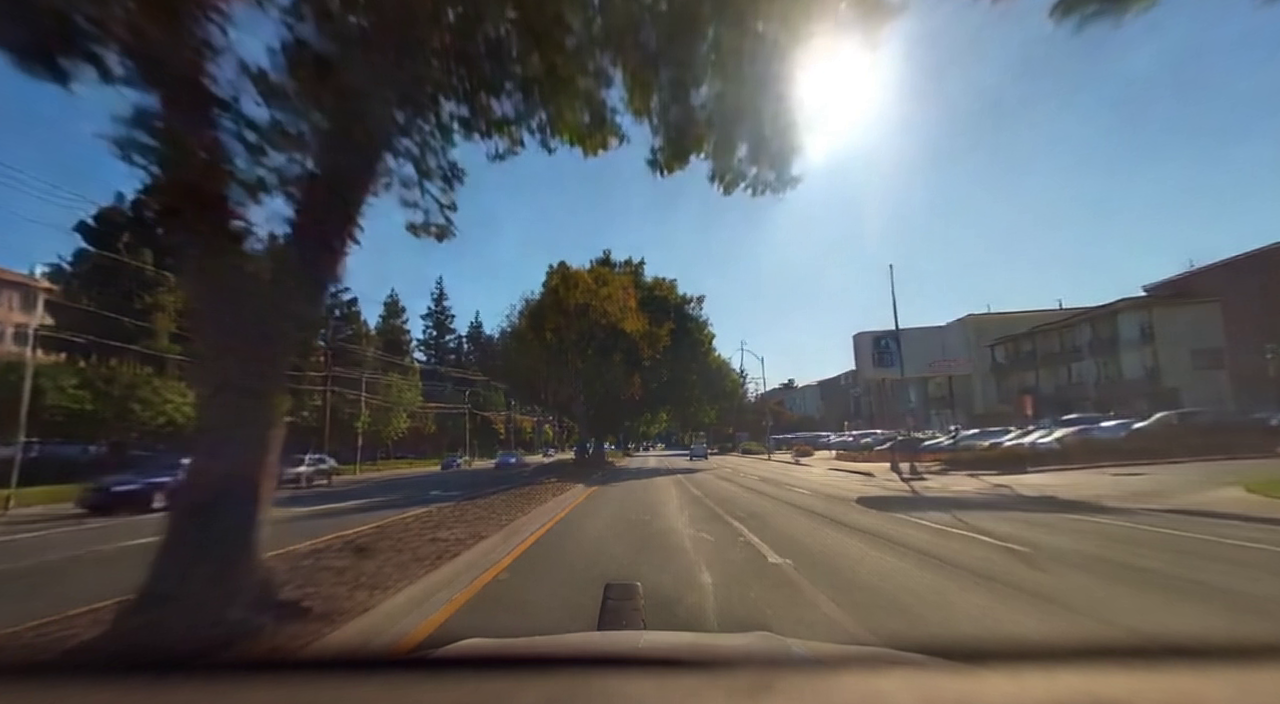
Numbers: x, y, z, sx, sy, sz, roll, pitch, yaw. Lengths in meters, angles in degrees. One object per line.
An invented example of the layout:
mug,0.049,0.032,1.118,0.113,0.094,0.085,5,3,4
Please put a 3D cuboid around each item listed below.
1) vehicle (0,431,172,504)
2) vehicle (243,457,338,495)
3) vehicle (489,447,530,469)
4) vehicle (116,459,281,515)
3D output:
vehicle,-36.290,7.136,38.954,2.908,3.933,16.577,-3,-9,-3
vehicle,-16.774,5.953,30.561,1.910,1.589,4.568,0,-9,1
vehicle,-9.636,7.827,46.811,1.942,1.468,4.708,0,-9,1
vehicle,-13.592,4.133,19.847,1.858,1.454,4.524,-1,-9,1
